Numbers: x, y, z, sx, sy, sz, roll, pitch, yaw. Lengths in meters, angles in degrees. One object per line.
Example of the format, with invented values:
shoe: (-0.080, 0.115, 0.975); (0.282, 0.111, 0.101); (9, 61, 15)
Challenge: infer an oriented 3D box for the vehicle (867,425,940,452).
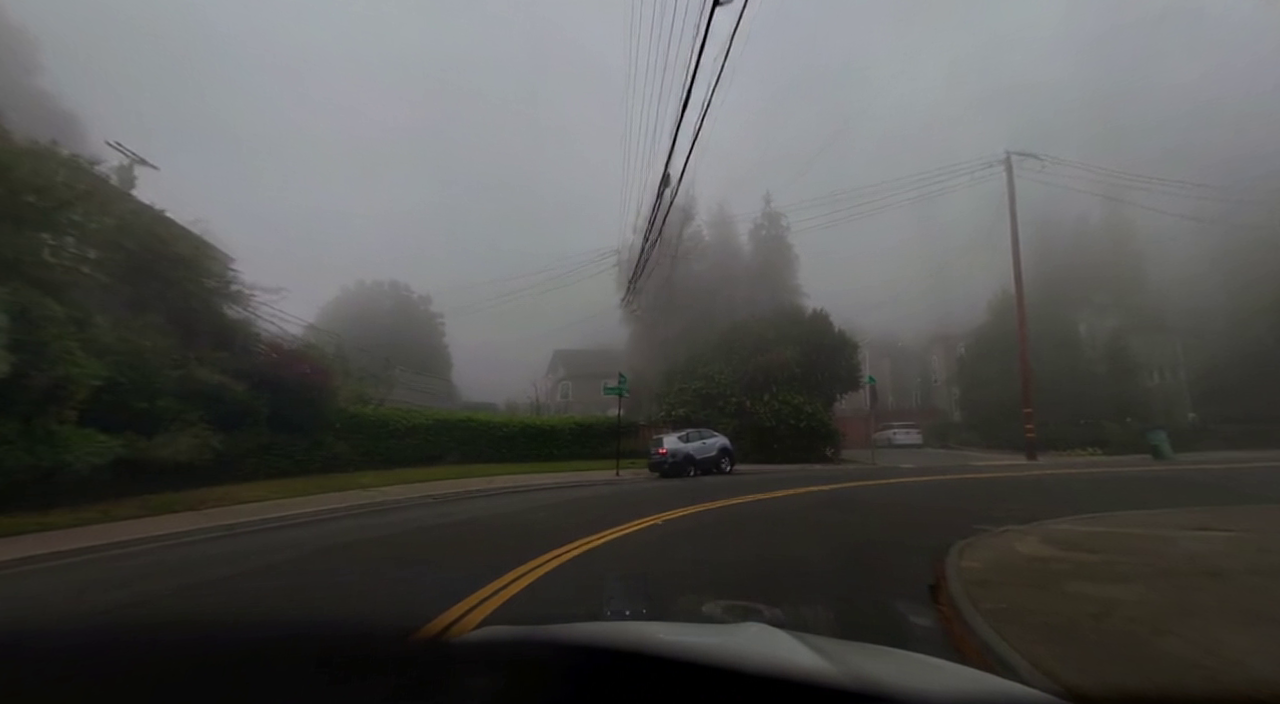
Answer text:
vehicle: (16.587, 5.488, 39.807); (3.784, 1.532, 1.650); (-2, -9, 3)
